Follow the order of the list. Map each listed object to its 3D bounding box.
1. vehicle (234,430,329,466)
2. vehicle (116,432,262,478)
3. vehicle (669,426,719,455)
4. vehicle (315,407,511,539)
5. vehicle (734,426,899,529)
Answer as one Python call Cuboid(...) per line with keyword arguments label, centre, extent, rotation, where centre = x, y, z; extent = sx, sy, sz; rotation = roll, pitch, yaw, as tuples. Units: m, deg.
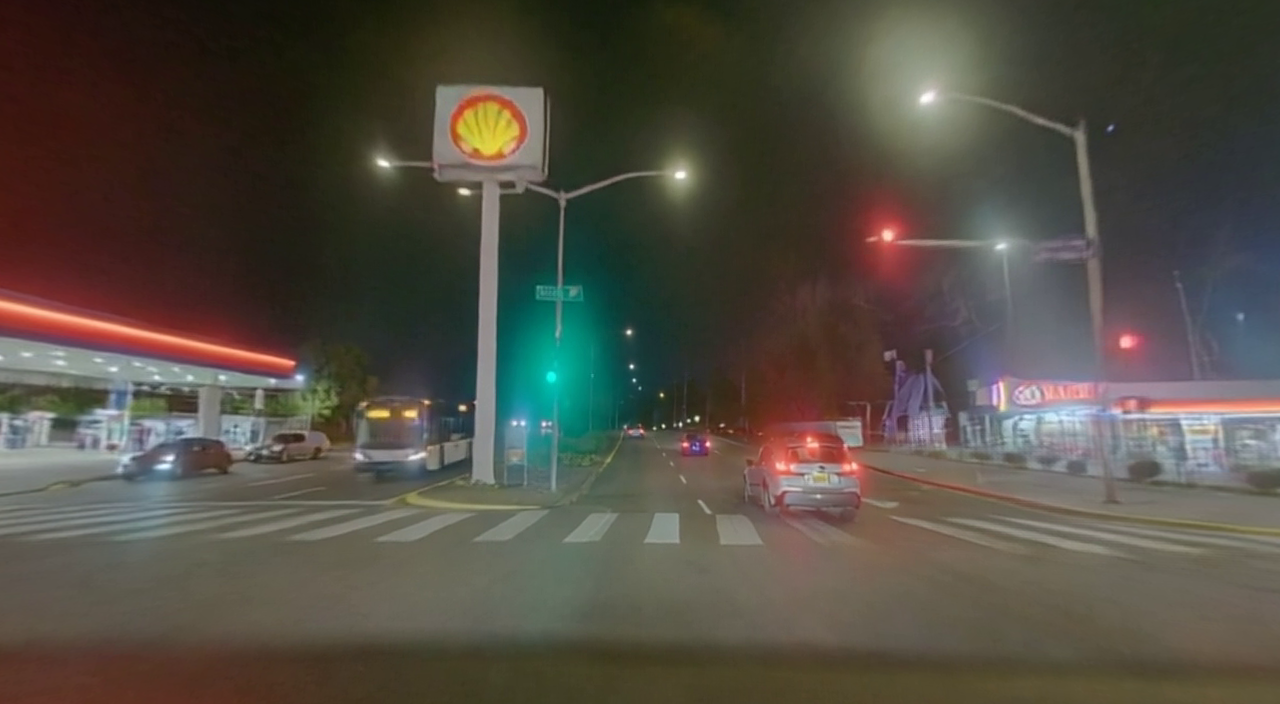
Cuboid(label="vehicle", centre=(-17.968, 4.807, 31.808), extent=(2.079, 1.672, 4.333), rotation=(0, -8, 2))
Cuboid(label="vehicle", centre=(-17.795, 4.084, 25.239), extent=(1.956, 1.634, 5.000), rotation=(0, -8, 3))
Cuboid(label="vehicle", centre=(2.909, 4.917, 34.952), extent=(2.282, 1.458, 4.362), rotation=(0, -8, -1))
Cuboid(label="vehicle", centre=(-3.696, 2.176, 11.349), extent=(2.189, 1.836, 4.693), rotation=(0, -12, -6))
Cuboid(label="vehicle", centre=(3.251, 2.385, 12.605), extent=(1.999, 1.679, 4.217), rotation=(0, -8, -1))
